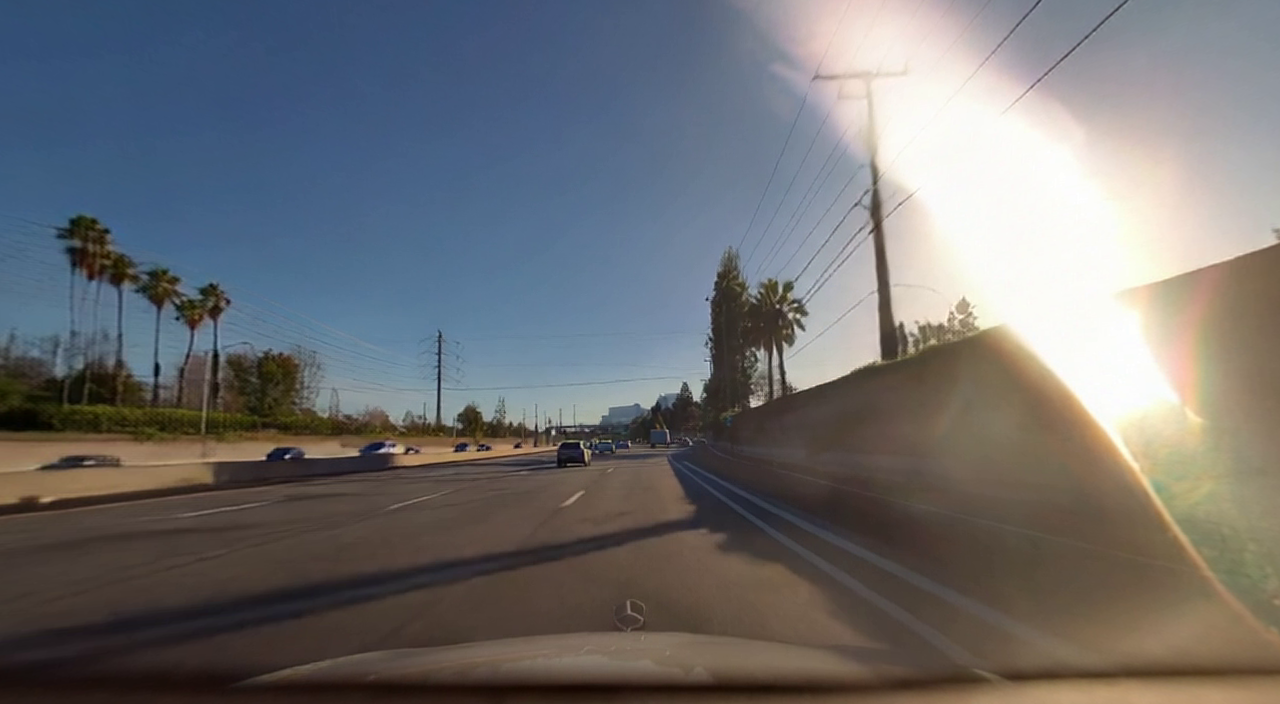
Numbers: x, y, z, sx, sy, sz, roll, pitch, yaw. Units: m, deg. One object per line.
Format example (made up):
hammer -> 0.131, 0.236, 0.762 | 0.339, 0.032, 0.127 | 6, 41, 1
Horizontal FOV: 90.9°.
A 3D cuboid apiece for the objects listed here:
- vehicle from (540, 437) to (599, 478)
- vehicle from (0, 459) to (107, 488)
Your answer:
vehicle -> -2.958, 4.530, 27.282 | 2.029, 1.609, 3.935 | 0, -8, 1
vehicle -> -31.522, 6.484, 33.807 | 1.866, 1.322, 4.650 | 0, -8, 0
